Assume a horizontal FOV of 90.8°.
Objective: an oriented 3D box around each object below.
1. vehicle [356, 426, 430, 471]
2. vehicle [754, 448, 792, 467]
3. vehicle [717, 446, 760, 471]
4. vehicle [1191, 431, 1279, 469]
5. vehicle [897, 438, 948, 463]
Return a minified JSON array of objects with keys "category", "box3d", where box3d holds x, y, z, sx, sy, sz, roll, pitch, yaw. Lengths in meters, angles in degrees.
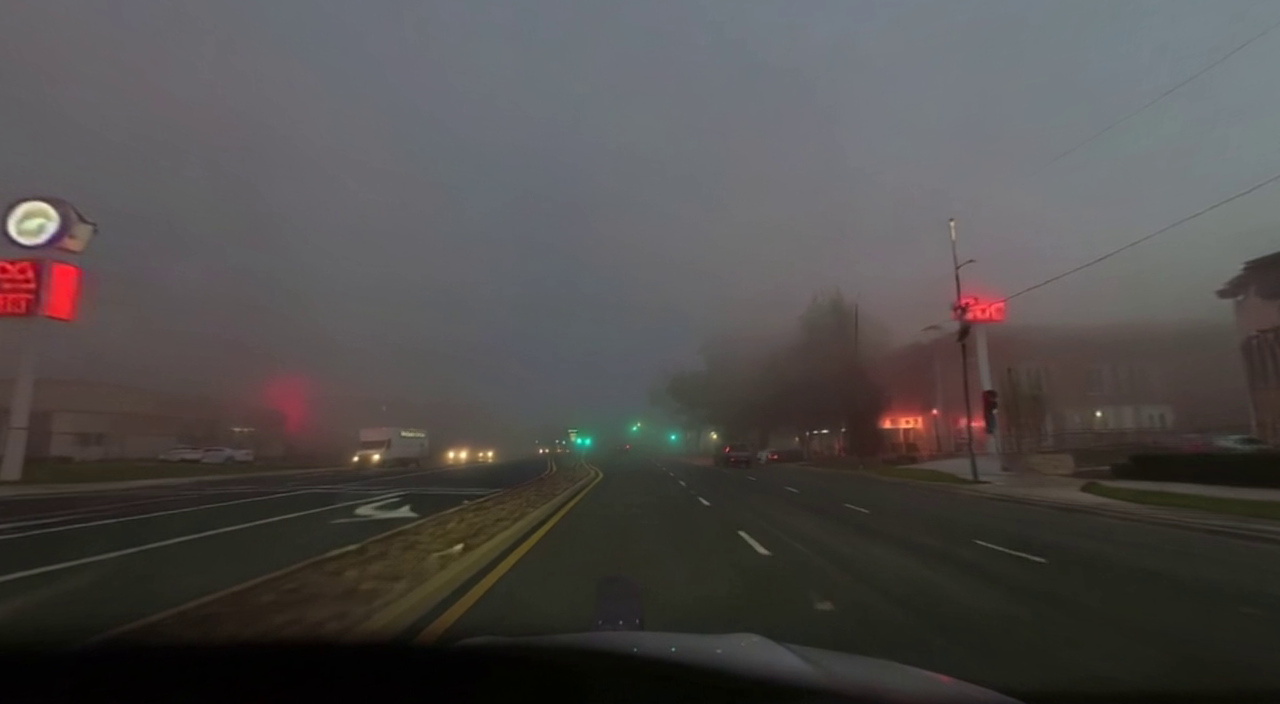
[{"category":"vehicle","box3d":[-19.236,7.579,49.770,2.886,3.299,6.838,0,-9,1]},{"category":"vehicle","box3d":[10.393,8.253,49.686,1.902,1.427,4.458,1,-9,-2]},{"category":"vehicle","box3d":[6.132,6.669,39.836,1.916,1.437,4.327,1,-9,-2]},{"category":"vehicle","box3d":[30.392,4.847,31.264,1.860,1.716,4.675,1,-9,-2]},{"category":"vehicle","box3d":[19.884,6.925,44.584,1.815,1.643,3.746,0,-9,0]}]
